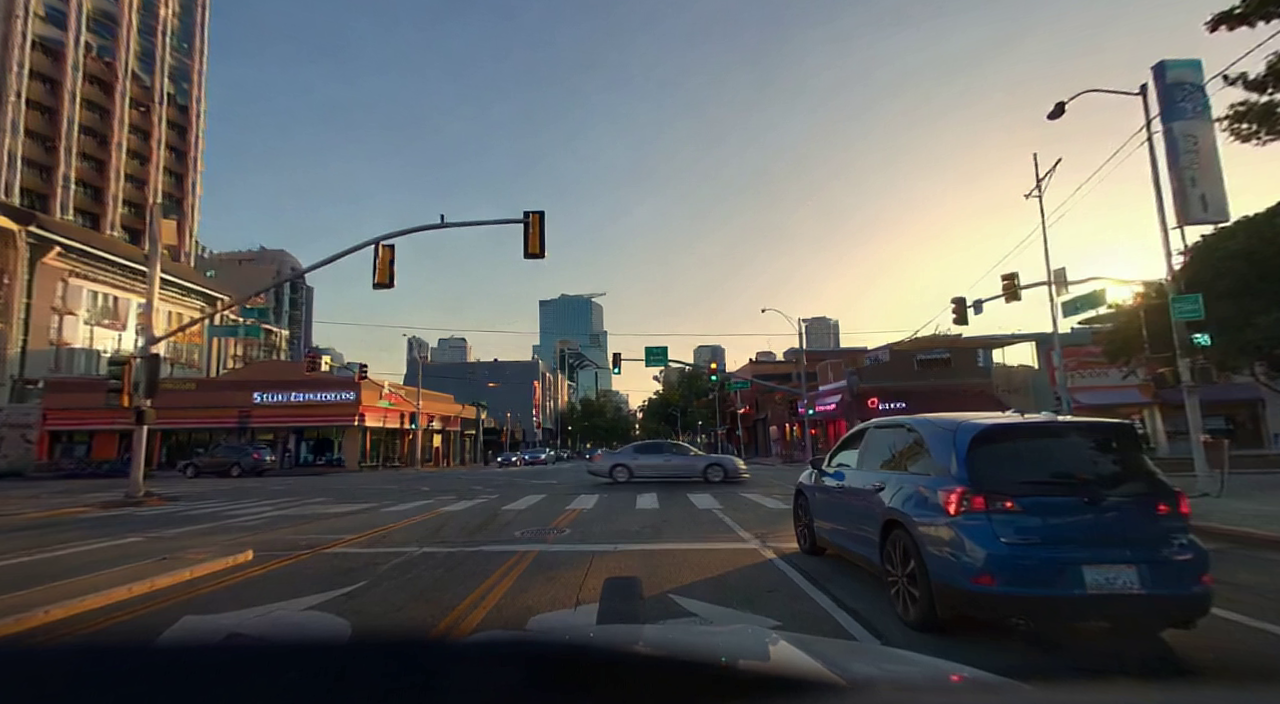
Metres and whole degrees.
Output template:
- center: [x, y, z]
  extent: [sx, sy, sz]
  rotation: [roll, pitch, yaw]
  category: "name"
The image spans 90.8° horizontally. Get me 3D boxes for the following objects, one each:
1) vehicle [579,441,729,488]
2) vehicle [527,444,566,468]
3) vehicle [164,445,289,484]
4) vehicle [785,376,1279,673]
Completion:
- center: [0.527, 3.788, 21.486]
  extent: [4.878, 1.488, 1.888]
  rotation: [-2, -9, 9]
  category: "vehicle"
- center: [-7.138, 8.021, 48.847]
  extent: [2.181, 1.703, 4.512]
  rotation: [-1, -8, 2]
  category: "vehicle"
- center: [-21.385, 5.781, 32.748]
  extent: [5.161, 1.910, 2.275]
  rotation: [-2, -9, 11]
  category: "vehicle"
- center: [2.963, 1.314, 5.933]
  extent: [2.049, 1.691, 4.447]
  rotation: [0, -8, -1]
  category: "vehicle"
